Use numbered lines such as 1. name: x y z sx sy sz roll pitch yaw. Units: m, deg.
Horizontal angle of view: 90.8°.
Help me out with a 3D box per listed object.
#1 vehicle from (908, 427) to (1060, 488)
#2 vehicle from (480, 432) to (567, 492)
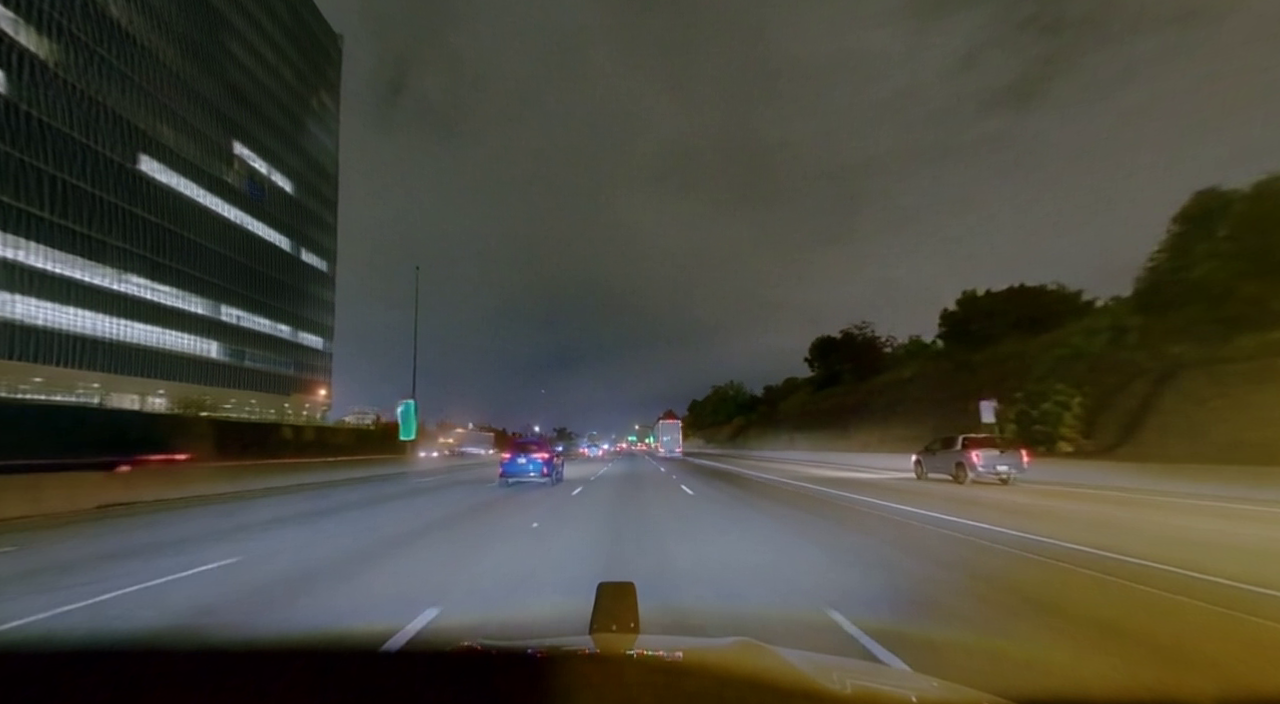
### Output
1. vehicle: 11.182 3.491 21.114 2.089 1.787 5.080 0 -9 -1
2. vehicle: -3.623 3.514 20.483 2.039 1.710 4.237 0 -9 -1
